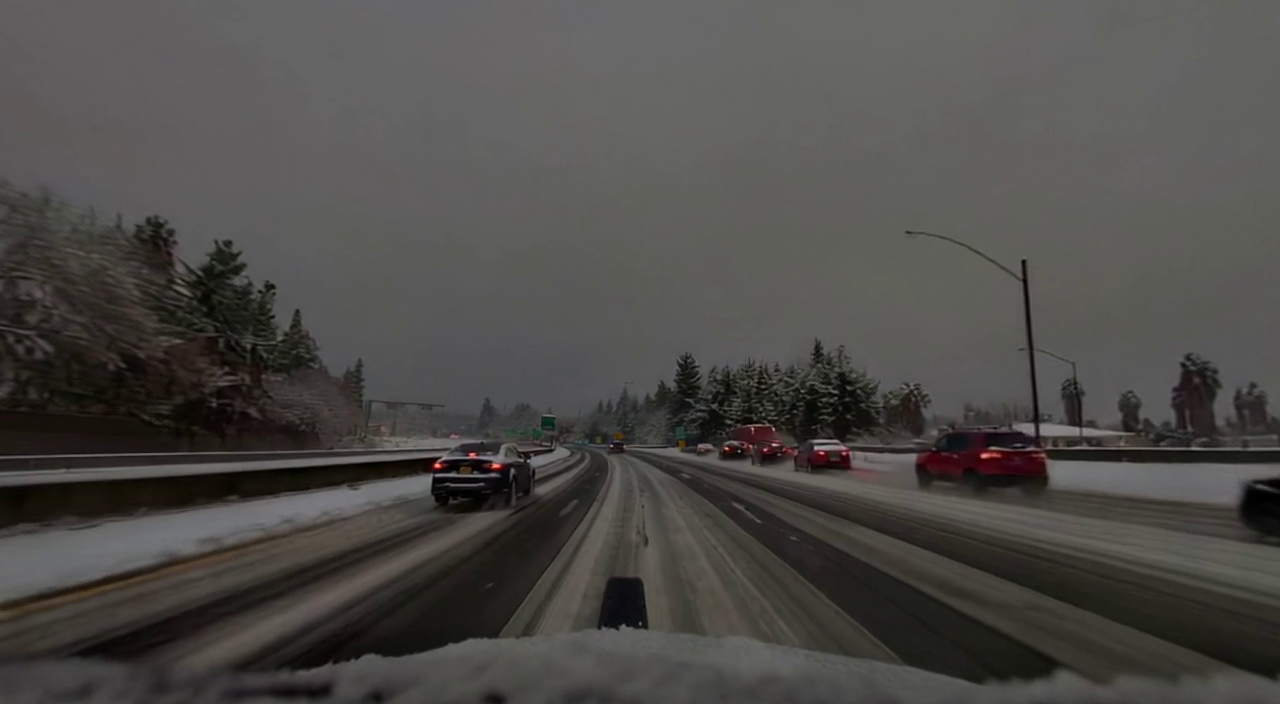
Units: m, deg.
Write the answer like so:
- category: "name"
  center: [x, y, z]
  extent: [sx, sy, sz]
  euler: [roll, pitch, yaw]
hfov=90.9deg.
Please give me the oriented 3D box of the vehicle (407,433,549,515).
- category: "vehicle"
  center: [-3.405, 2.646, 14.182]
  extent: [2.109, 1.536, 4.174]
  euler: [0, -8, 0]

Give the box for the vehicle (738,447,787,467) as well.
- category: "vehicle"
  center: [7.963, 6.864, 41.512]
  extent: [1.994, 1.237, 4.603]
  euler: [0, -8, -4]

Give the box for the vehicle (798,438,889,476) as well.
- category: "vehicle"
  center: [8.731, 4.558, 27.616]
  extent: [2.052, 1.468, 5.333]
  euler: [0, -8, -2]

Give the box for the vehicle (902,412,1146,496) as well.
- category: "vehicle"
  center: [8.734, 2.408, 15.227]
  extent: [2.345, 1.637, 5.558]
  euler: [0, -8, -1]
